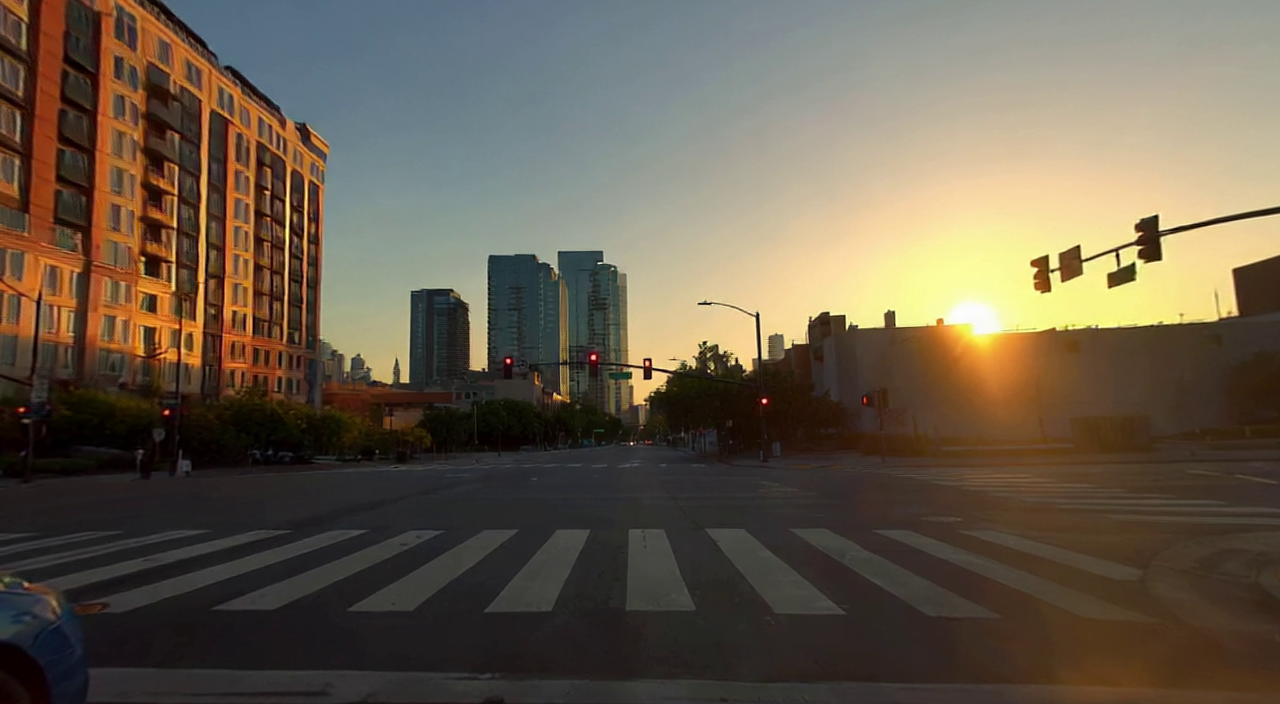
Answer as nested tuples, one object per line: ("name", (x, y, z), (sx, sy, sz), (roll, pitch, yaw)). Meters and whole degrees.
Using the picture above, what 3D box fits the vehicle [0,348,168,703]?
("vehicle", (-3.637, 0.620, 1.056), (2.109, 1.692, 4.587), (0, -8, 0))
